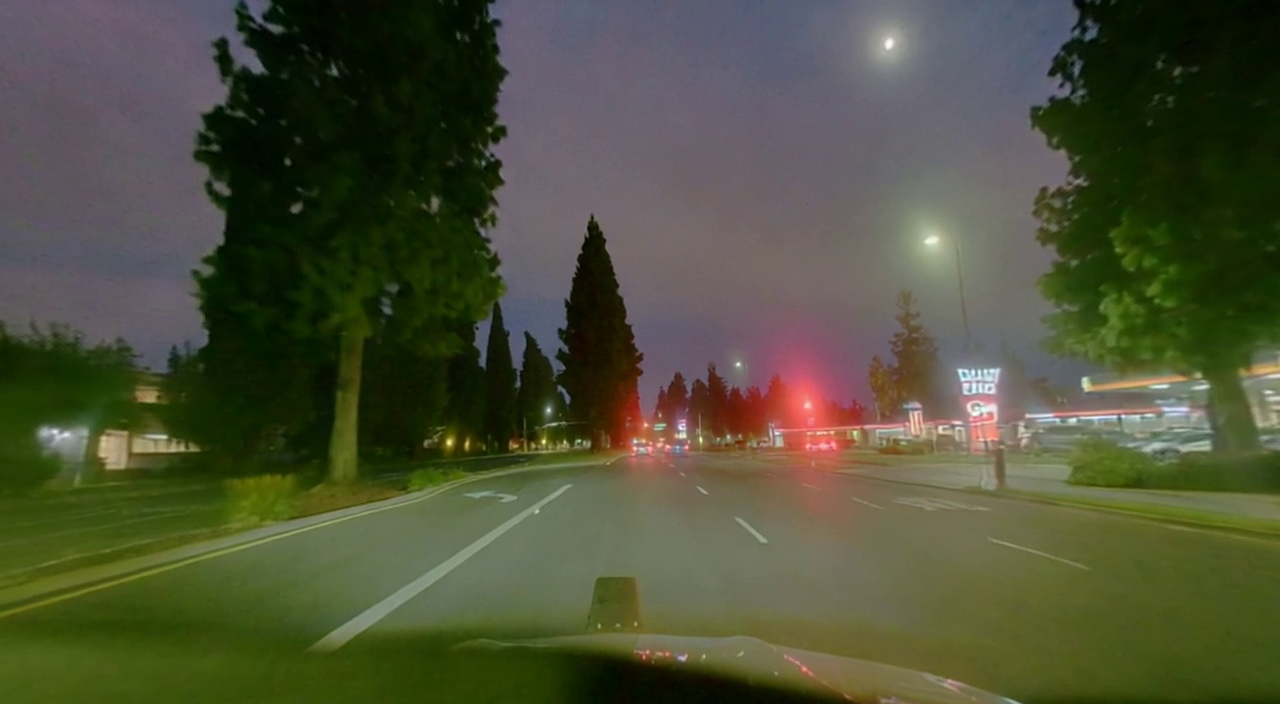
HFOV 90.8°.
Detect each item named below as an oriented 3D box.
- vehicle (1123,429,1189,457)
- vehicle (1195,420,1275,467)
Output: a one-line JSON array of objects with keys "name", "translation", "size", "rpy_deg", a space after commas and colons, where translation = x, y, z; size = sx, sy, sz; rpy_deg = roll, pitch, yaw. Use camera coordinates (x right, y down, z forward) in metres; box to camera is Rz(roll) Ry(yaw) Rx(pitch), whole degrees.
[{"name": "vehicle", "translation": [31.814, 5.633, 39.091], "size": [2.133, 1.584, 4.842], "rpy_deg": [-5, -9, 28]}, {"name": "vehicle", "translation": [31.801, 4.866, 33.959], "size": [2.229, 2.281, 5.488], "rpy_deg": [-4, -9, 35]}]
